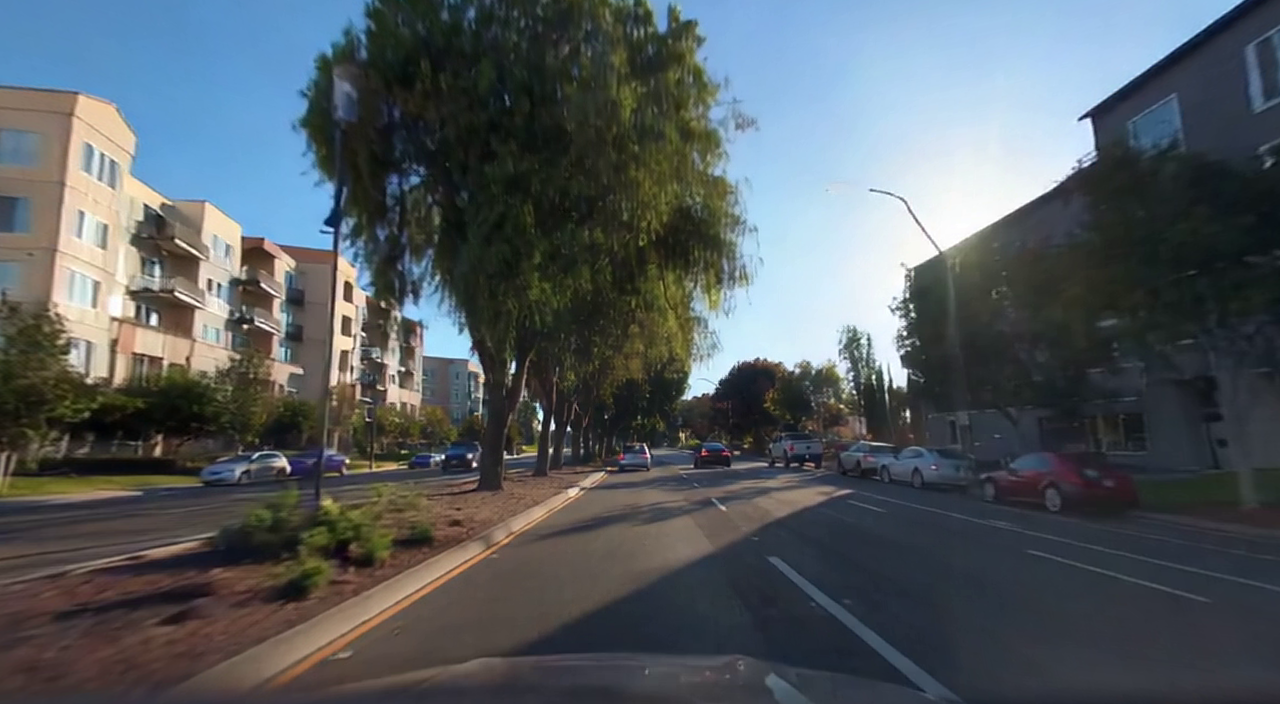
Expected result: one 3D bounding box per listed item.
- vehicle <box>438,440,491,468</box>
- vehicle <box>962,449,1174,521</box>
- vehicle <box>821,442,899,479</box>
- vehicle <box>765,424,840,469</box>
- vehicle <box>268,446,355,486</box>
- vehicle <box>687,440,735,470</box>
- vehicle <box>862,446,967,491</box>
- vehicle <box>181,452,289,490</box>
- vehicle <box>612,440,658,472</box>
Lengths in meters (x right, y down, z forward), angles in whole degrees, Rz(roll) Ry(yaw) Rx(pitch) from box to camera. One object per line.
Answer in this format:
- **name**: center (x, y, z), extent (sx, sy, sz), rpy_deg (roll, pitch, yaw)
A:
- **vehicle**: center (-12.560, 7.325, 45.523), extent (2.331, 1.910, 4.823), rpy_deg (-1, -8, 1)
- **vehicle**: center (10.166, 3.147, 15.583), extent (1.944, 1.454, 4.647), rpy_deg (0, -8, 0)
- **vehicle**: center (10.592, 5.230, 30.783), extent (2.129, 1.645, 4.625), rpy_deg (0, -8, 0)
- **vehicle**: center (10.616, 6.289, 42.169), extent (3.082, 2.655, 7.381), rpy_deg (0, -8, 1)
- **vehicle**: center (-19.110, 6.588, 37.069), extent (2.240, 2.112, 5.268), rpy_deg (0, -8, 0)
- **vehicle**: center (3.706, 5.455, 33.762), extent (1.993, 1.477, 4.240), rpy_deg (0, -8, -1)
- **vehicle**: center (10.266, 4.365, 24.118), extent (1.898, 1.502, 4.788), rpy_deg (0, -8, 1)
- **vehicle**: center (-19.005, 5.565, 29.940), extent (2.180, 1.608, 4.443), rpy_deg (0, -8, -1)
- **vehicle**: center (-0.240, 5.093, 31.176), extent (2.101, 1.444, 4.248), rpy_deg (0, -8, 0)
